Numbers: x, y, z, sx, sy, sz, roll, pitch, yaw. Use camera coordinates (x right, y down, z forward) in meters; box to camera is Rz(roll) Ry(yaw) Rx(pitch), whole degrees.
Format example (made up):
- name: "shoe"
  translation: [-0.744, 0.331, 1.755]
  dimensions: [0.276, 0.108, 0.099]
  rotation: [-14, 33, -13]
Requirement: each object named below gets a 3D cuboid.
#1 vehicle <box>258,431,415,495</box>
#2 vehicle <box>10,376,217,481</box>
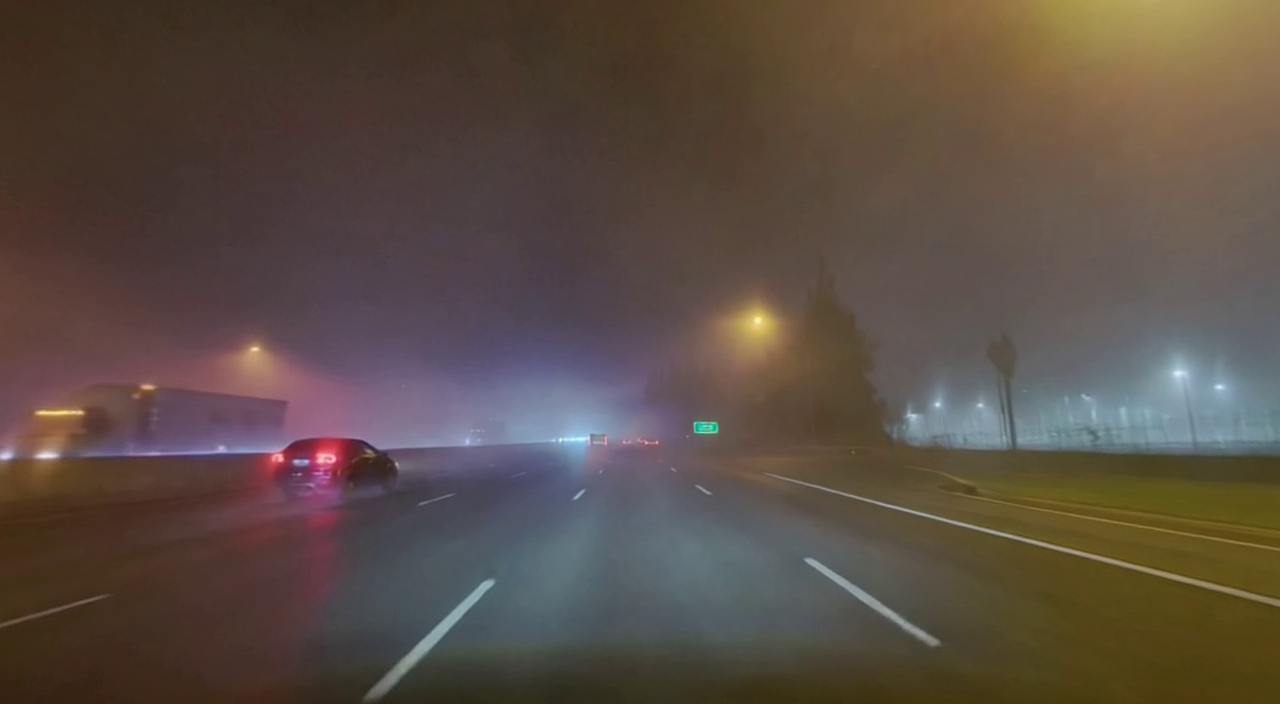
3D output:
- name: "vehicle"
  translation: [-8.050, 2.991, 17.337]
  dimensions: [2.060, 1.507, 4.494]
  rotation: [0, -8, 0]
- name: "vehicle"
  translation: [-22.381, 3.402, 27.558]
  dimensions: [3.014, 3.972, 6.801]
  rotation: [0, -8, -1]
